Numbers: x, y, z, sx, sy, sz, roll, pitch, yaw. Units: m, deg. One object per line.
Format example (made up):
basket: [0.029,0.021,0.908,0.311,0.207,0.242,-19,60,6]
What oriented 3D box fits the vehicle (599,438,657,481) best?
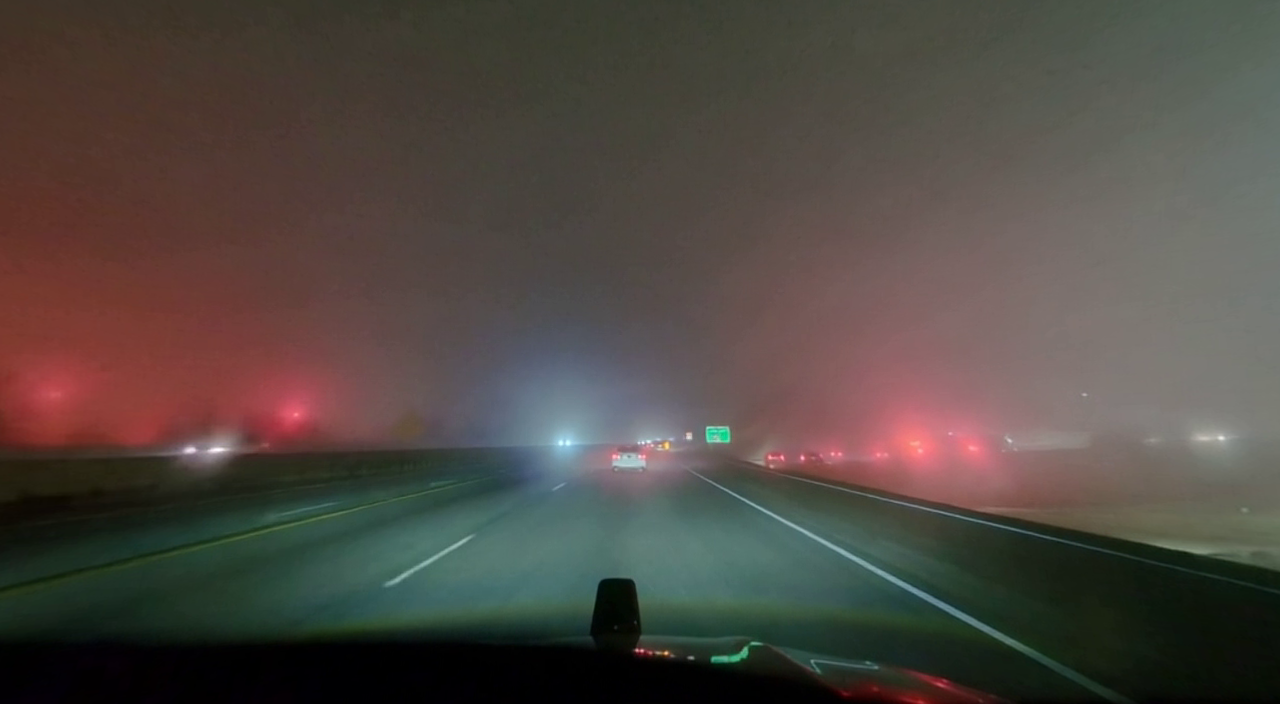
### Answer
vehicle: [-0.391,4.136,24.405,2.055,1.509,4.255,0,-9,1]

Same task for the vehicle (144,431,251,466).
vehicle: [-21.902,4.839,31.304,1.957,1.597,4.605,0,-9,1]
